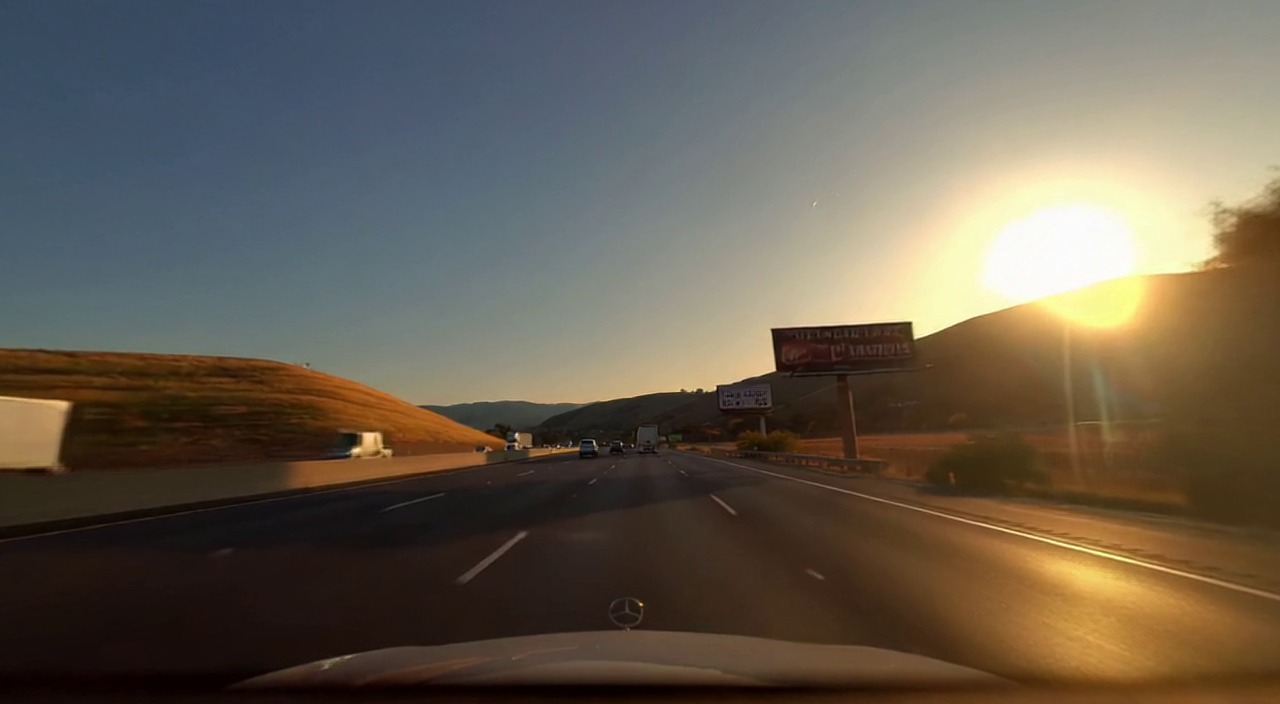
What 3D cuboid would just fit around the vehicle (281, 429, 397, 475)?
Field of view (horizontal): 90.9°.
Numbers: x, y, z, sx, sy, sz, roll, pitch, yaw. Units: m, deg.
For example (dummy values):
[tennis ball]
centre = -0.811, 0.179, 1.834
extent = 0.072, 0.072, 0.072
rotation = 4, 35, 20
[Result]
[vehicle]
centre = -20.702, 6.957, 44.448
extent = 2.885, 2.821, 10.731
rotation = 0, -8, 0
